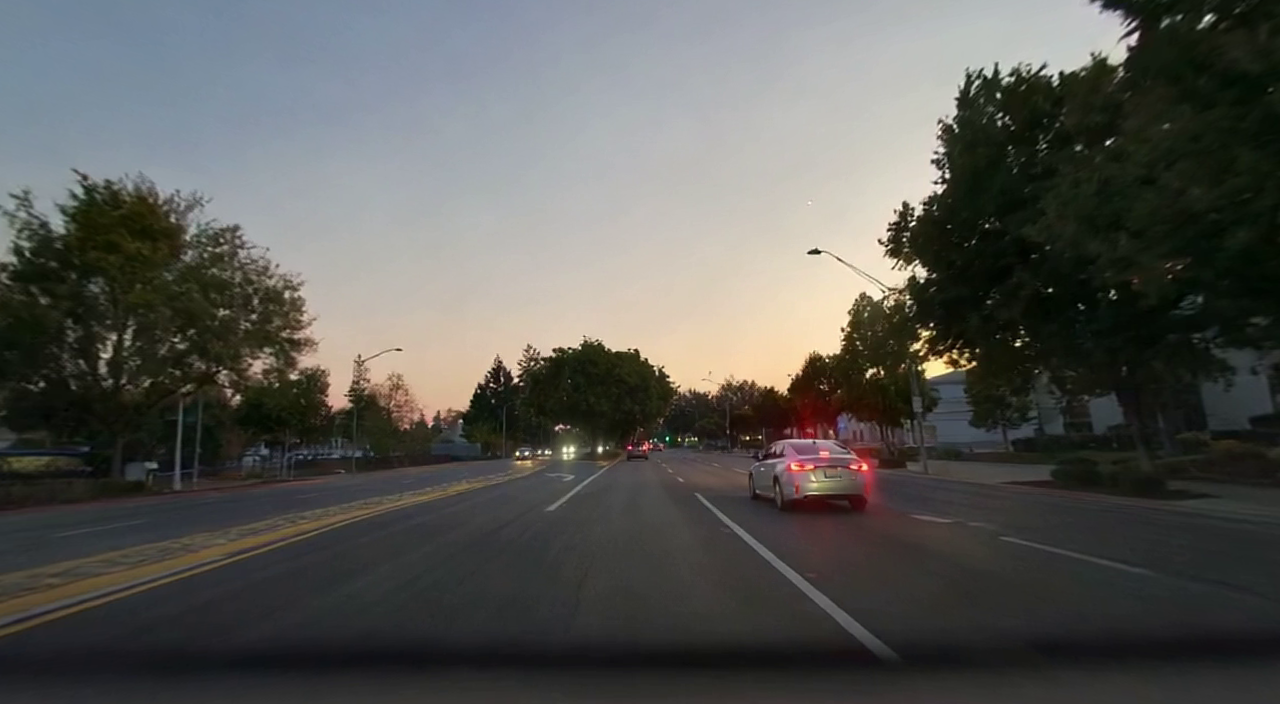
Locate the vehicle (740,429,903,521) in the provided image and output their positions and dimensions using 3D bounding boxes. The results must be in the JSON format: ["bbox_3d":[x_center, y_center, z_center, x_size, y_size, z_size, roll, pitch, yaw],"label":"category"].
[{"bbox_3d":[3.615,2.552,13.665,1.995,1.616,4.729,0,-9,-2],"label":"vehicle"}]
